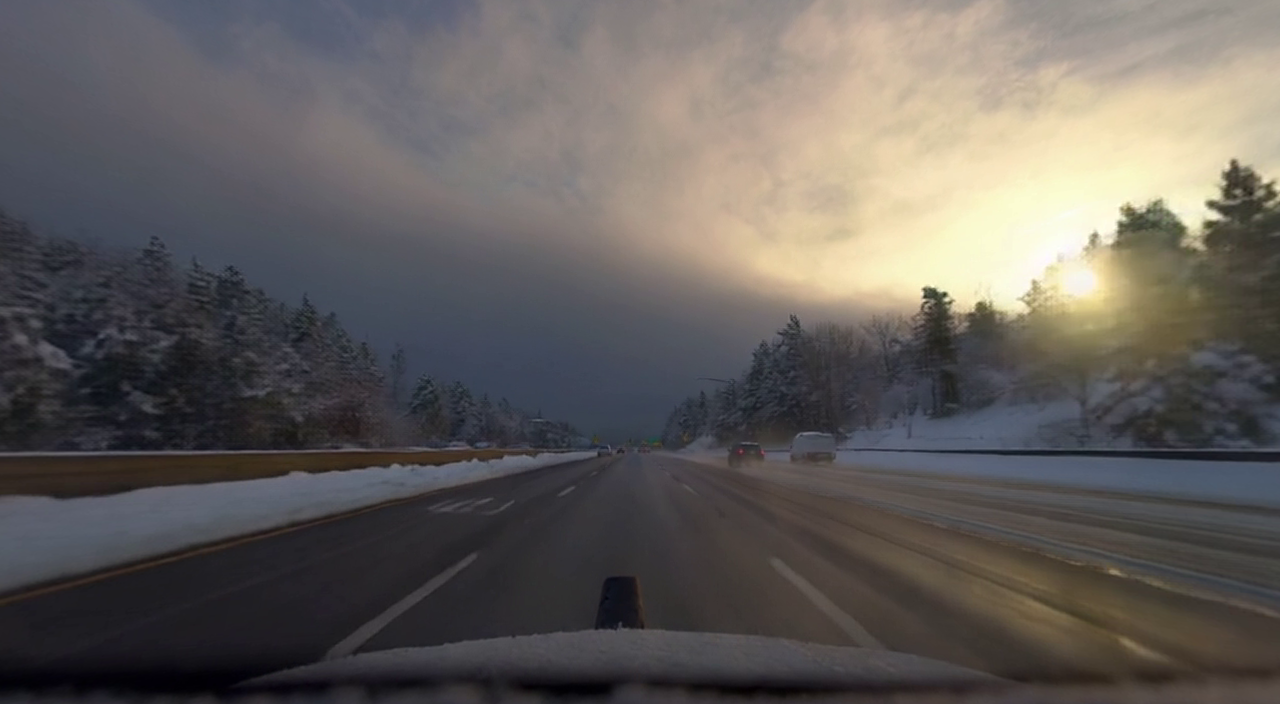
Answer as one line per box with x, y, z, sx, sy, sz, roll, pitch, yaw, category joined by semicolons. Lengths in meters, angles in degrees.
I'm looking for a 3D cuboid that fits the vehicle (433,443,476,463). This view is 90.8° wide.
-14.508;7.897;49.588;1.983;1.483;4.554;0;-9;0;vehicle

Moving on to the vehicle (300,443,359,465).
-21.776;7.182;44.483;1.876;1.465;4.509;0;-9;0;vehicle

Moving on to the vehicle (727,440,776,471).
6.566;6.140;37.549;2.081;1.705;3.926;0;-9;-1;vehicle
